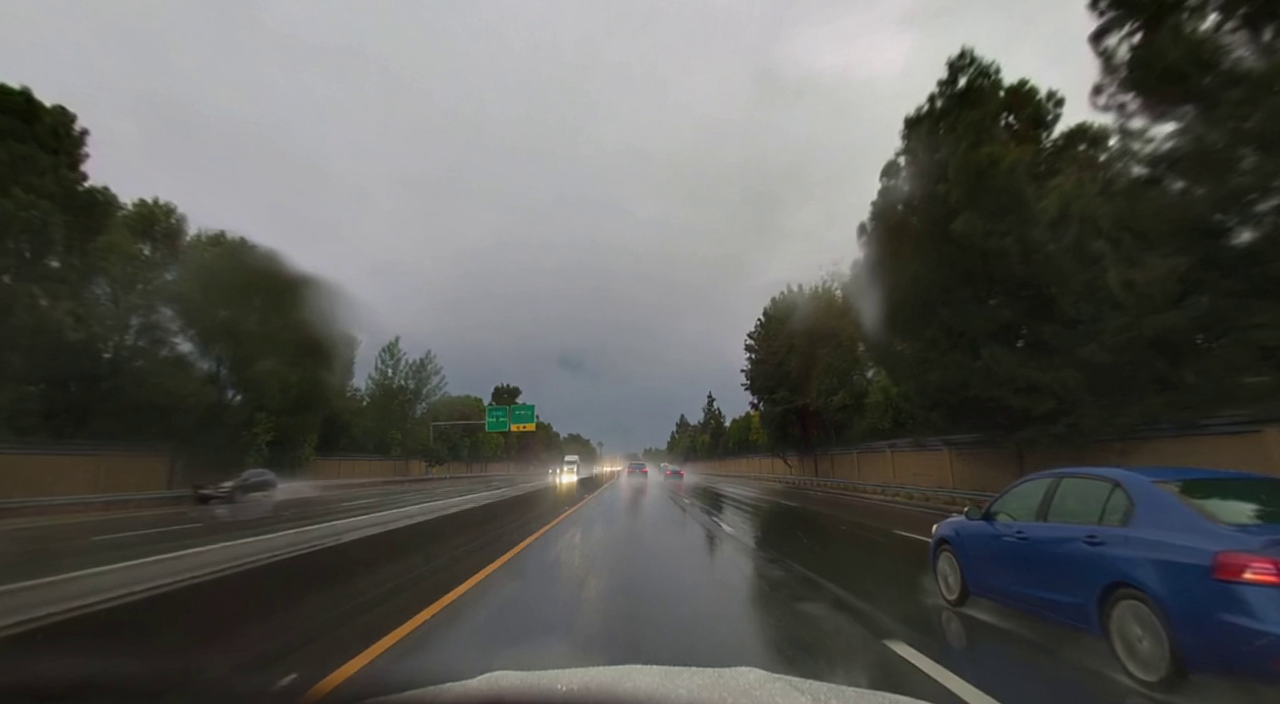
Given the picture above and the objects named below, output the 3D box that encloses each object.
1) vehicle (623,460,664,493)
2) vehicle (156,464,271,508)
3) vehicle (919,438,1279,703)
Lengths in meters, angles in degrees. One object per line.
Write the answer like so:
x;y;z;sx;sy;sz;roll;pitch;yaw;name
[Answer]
0.125;6.604;33.550;2.037;1.605;3.833;1;-11;-1;vehicle
-16.263;5.116;24.264;1.883;1.480;3.539;1;-11;-1;vehicle
4.109;1.541;4.942;1.938;1.494;4.032;1;-11;-1;vehicle
